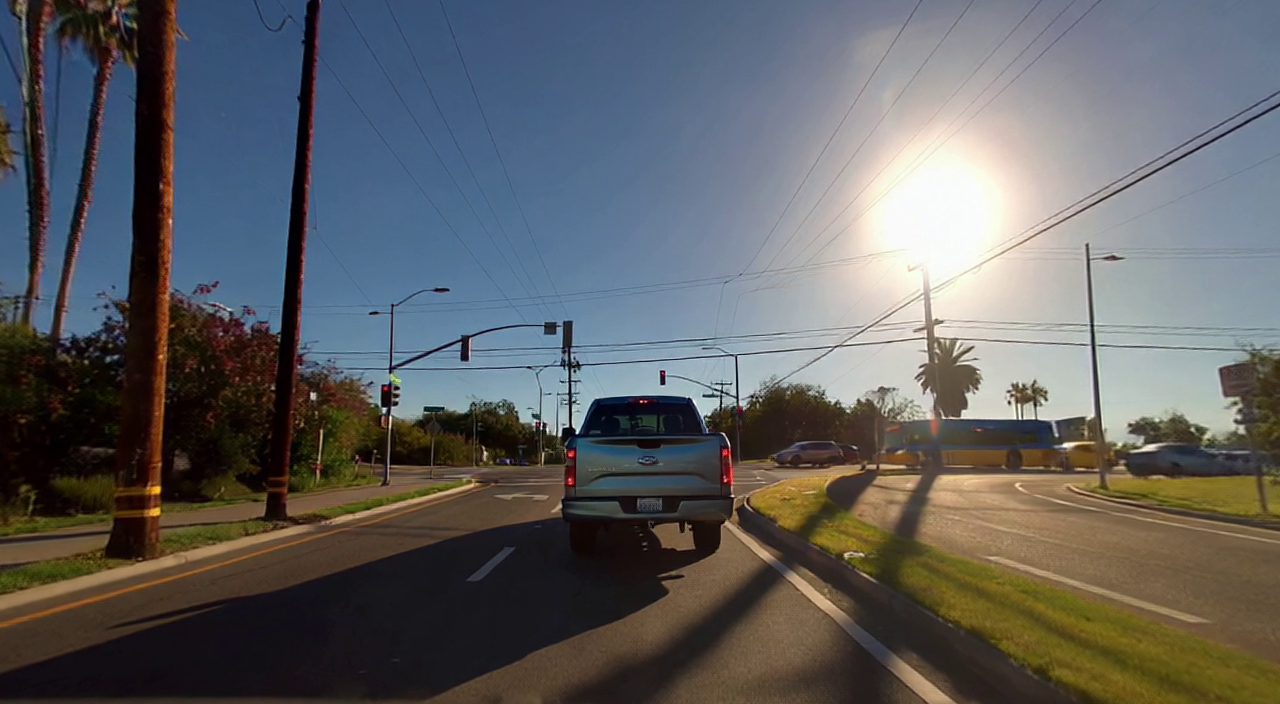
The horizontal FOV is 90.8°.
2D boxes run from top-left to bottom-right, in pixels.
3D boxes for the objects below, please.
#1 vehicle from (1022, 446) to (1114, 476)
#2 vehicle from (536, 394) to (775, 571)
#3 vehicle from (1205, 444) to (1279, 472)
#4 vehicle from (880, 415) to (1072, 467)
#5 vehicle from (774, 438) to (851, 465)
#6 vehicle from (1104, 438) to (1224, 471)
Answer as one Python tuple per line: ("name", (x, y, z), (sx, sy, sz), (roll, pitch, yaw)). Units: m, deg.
("vehicle", (30.277, 7.686, 44.790), (5.077, 2.008, 1.991), (0, -8, -4))
("vehicle", (0.122, 1.880, 9.994), (2.707, 1.964, 5.485), (0, -8, -1))
("vehicle", (40.531, 6.903, 41.243), (5.426, 1.728, 1.999), (0, -8, -3))
("vehicle", (21.860, 5.881, 41.641), (10.726, 3.128, 3.003), (-1, -8, 3))
("vehicle", (12.576, 7.290, 46.308), (5.235, 1.878, 2.107), (-2, -9, 11))
("vehicle", (25.636, 5.004, 30.957), (4.520, 1.496, 2.060), (1, -9, -13))
